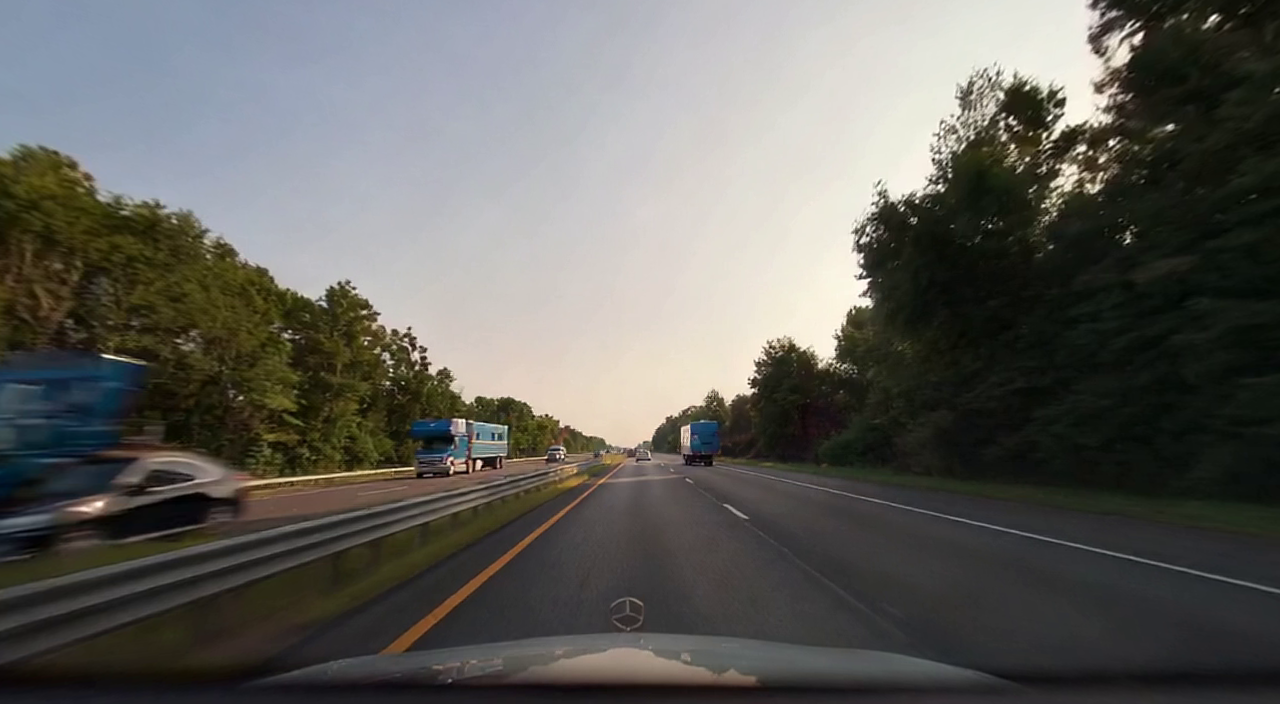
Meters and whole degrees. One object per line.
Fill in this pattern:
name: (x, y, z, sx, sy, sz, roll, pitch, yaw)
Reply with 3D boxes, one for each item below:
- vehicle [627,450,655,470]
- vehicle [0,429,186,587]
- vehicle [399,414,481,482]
vehicle: (0.067, 7.722, 45.200, 1.926, 1.386, 3.615, 0, -9, 0)
vehicle: (-8.104, 1.830, 7.608, 2.005, 1.730, 4.270, 0, -9, 0)
vehicle: (-12.464, 6.064, 39.925, 3.069, 3.904, 6.259, 0, -9, 0)
